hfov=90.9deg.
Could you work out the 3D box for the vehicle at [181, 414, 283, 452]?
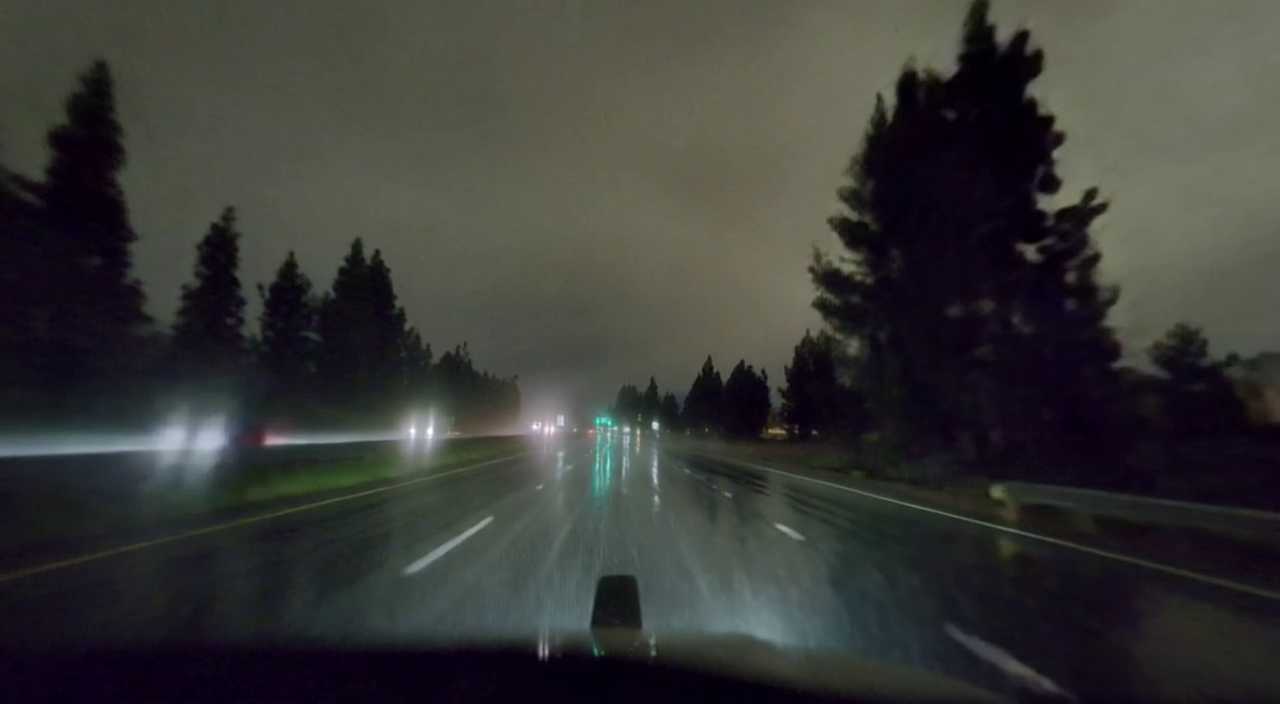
[{"bbox_3d":[-16.808,3.367,26.204,1.730,1.441,3.830,0,-8,-2],"label":"vehicle"}]
